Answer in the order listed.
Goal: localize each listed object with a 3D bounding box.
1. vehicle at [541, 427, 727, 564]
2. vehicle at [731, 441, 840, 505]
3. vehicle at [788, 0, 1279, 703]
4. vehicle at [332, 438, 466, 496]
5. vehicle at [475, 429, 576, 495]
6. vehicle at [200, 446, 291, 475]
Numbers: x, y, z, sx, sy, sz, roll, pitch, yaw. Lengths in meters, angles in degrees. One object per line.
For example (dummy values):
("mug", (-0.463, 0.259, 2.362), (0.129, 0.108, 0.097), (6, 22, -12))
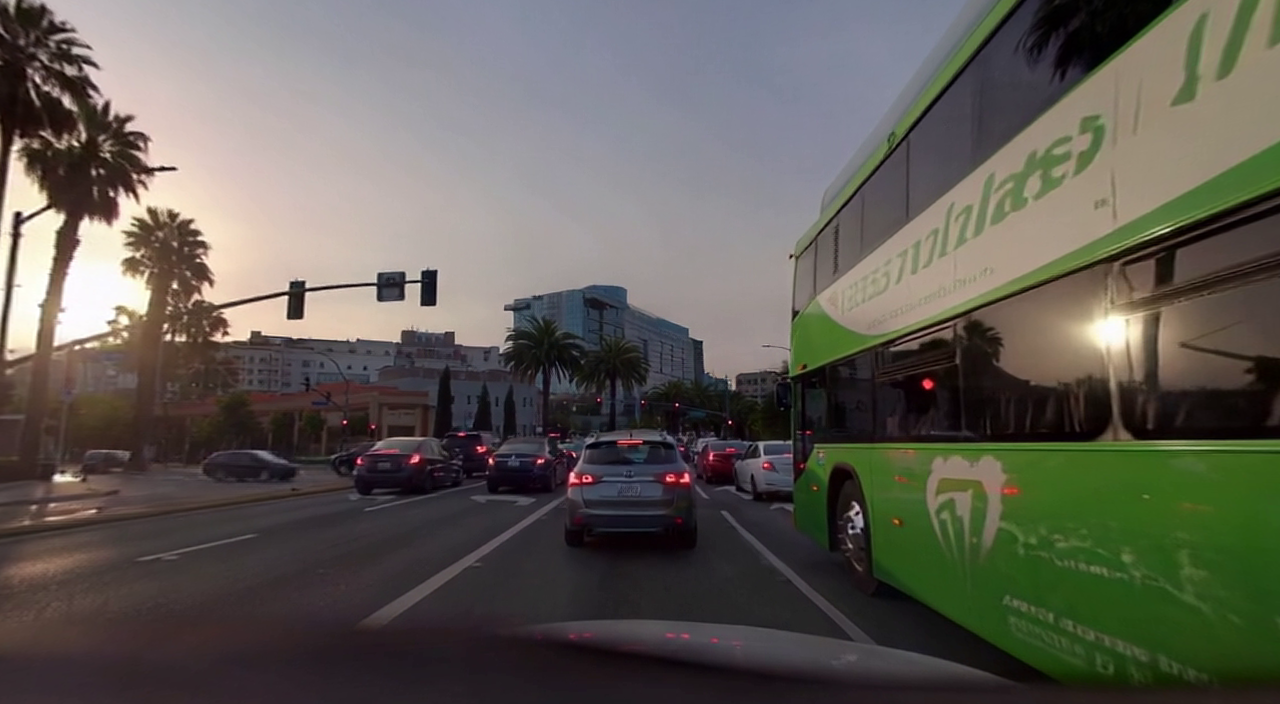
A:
("vehicle", (-0.074, 1.890, 9.015), (2.060, 1.499, 3.831), (0, -9, 0))
("vehicle", (3.693, 3.138, 16.910), (1.989, 1.467, 4.364), (0, -9, 1))
("vehicle", (3.543, -0.325, 1.922), (2.970, 4.015, 13.606), (0, -9, 0))
("vehicle", (-6.902, 3.347, 18.776), (1.927, 1.480, 4.832), (0, -9, 2))
("vehicle", (-3.254, 3.247, 18.912), (2.020, 1.721, 4.366), (-1, -9, 2))
("vehicle", (-26.551, 7.296, 42.630), (4.737, 1.845, 1.920), (0, -9, -4))
